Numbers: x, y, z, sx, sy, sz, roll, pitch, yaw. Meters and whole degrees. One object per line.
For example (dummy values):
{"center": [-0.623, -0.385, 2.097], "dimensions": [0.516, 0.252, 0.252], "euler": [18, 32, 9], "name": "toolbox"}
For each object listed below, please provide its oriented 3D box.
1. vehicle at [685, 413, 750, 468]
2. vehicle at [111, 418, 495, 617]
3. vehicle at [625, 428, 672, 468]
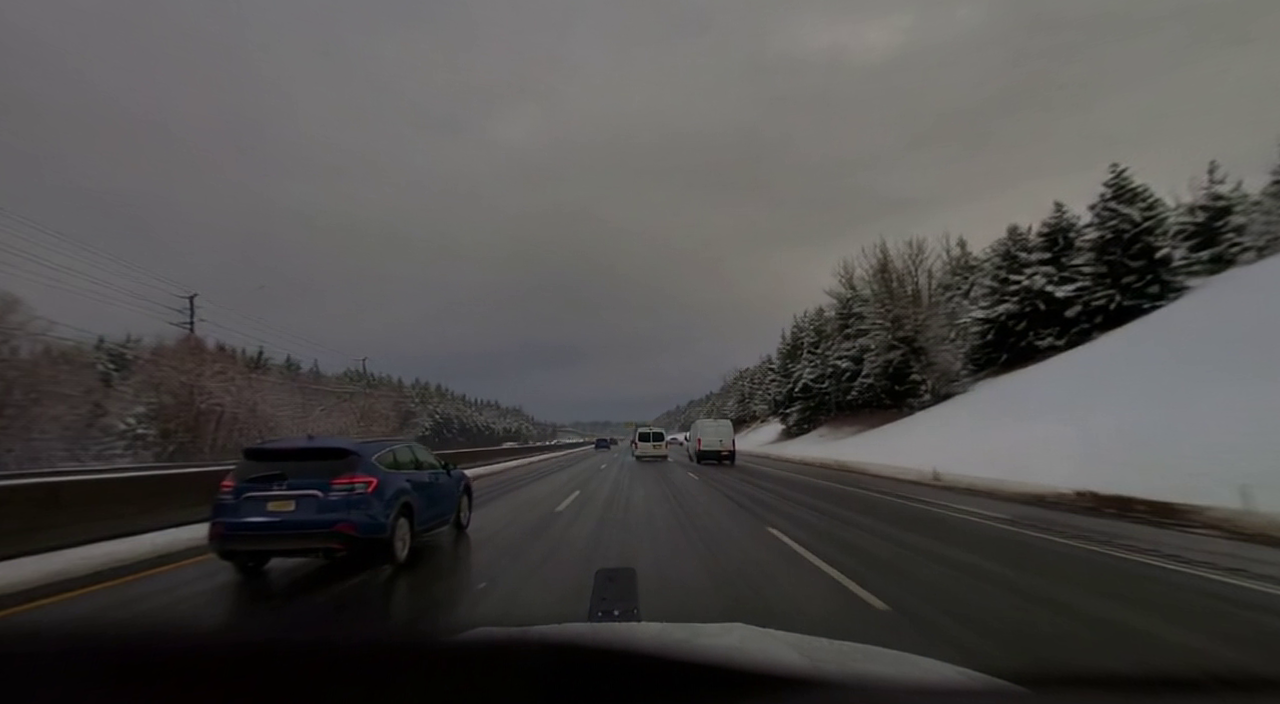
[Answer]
{"center": [3.658, 4.299, 30.840], "dimensions": [2.348, 2.429, 5.172], "euler": [0, -8, -2], "name": "vehicle"}
{"center": [-3.041, 1.531, 6.928], "dimensions": [1.890, 1.490, 4.202], "euler": [0, -8, 0], "name": "vehicle"}
{"center": [0.367, 4.681, 31.068], "dimensions": [2.159, 1.811, 4.238], "euler": [0, -8, -1], "name": "vehicle"}
